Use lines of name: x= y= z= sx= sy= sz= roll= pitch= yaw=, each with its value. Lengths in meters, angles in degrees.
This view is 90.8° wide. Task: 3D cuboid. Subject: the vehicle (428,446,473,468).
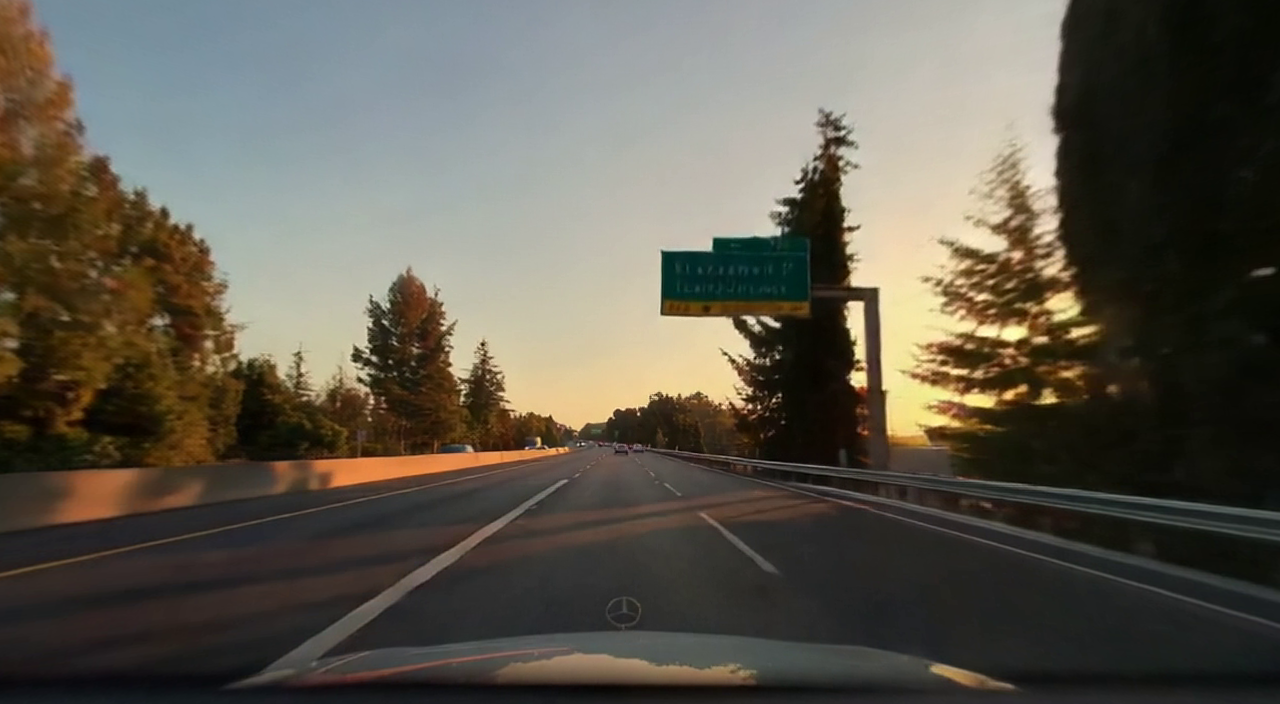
vehicle: x=-13.838 y=7.703 z=46.382 sx=1.982 sy=1.480 sz=4.549 roll=0 pitch=-9 yaw=-1
